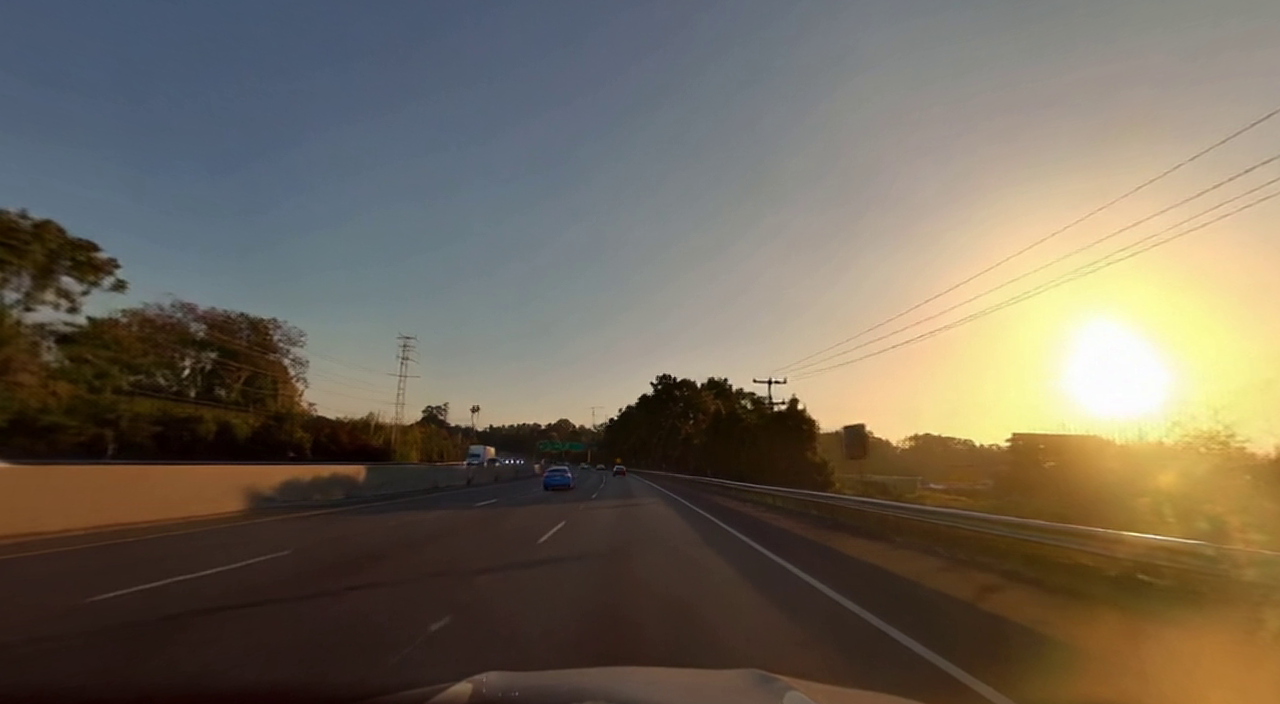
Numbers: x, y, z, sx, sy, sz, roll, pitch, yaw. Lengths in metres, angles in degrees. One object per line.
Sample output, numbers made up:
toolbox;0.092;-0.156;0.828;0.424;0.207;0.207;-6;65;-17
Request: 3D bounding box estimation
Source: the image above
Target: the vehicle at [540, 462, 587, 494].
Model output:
vehicle;-4.437;7.365;37.072;2.194;1.704;4.421;1;-10;0
